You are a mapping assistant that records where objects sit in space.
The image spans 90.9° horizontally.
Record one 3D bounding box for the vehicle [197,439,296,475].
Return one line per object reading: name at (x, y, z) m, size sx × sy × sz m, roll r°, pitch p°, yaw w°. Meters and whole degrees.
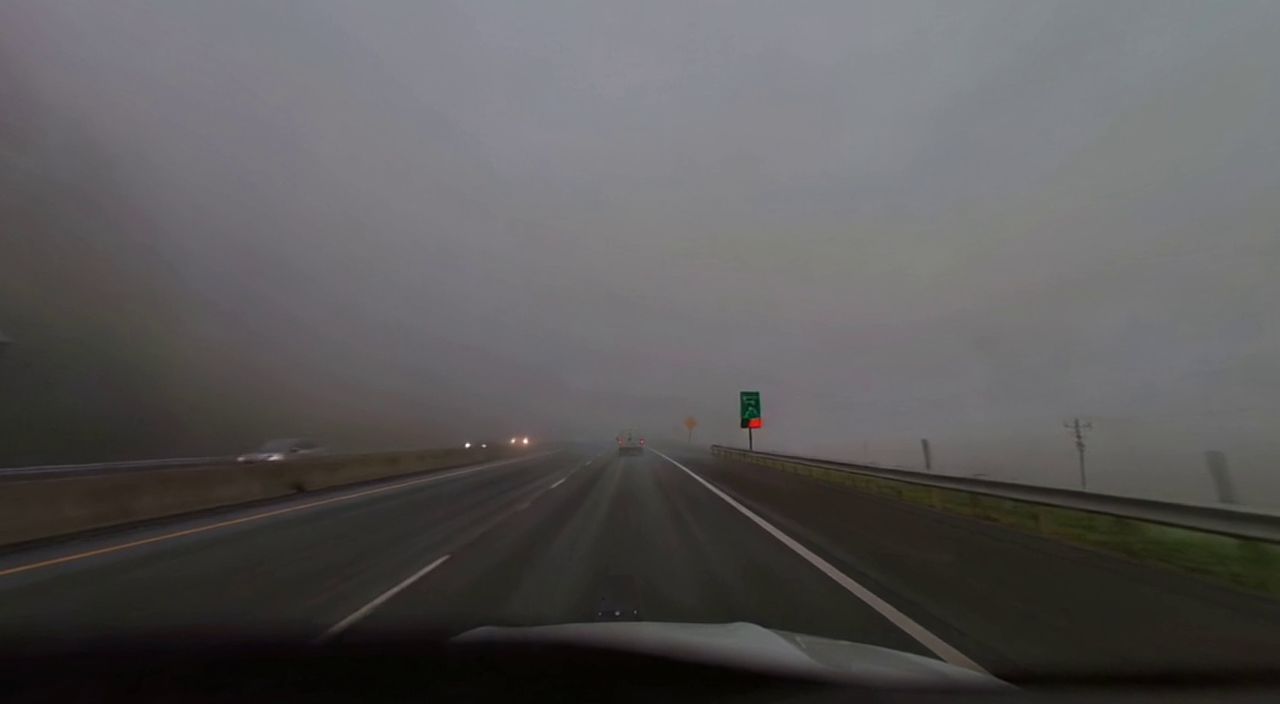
vehicle at (-17.175, 4.563, 27.738) m, size 1.803 × 1.448 × 4.009 m, roll 0°, pitch -8°, yaw -1°
